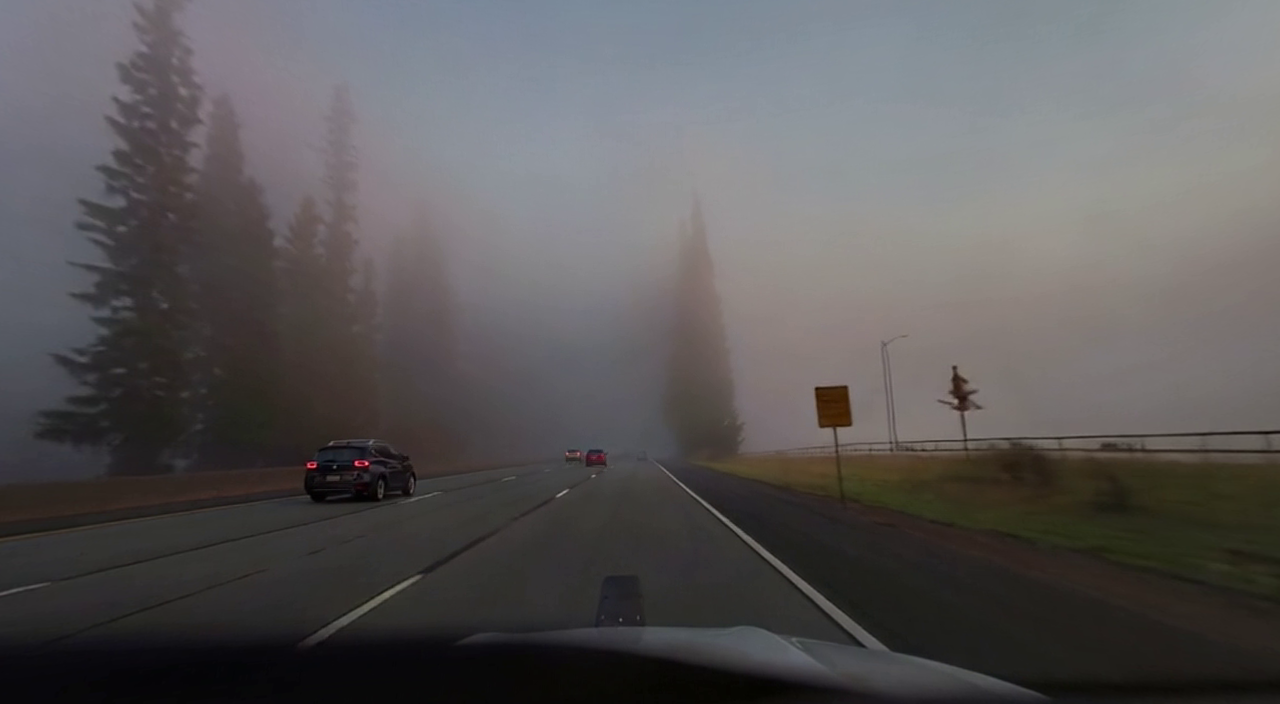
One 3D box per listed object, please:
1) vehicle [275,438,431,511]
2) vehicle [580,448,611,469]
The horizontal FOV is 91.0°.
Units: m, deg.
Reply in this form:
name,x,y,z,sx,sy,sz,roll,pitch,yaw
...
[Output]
name,x,y,z,sx,sy,sz,roll,pitch,yaw
vehicle,-7.156,3.084,16.271,2.007,1.616,4.141,0,-9,1
vehicle,-3.441,8.334,49.584,2.104,1.558,4.639,0,-9,0
